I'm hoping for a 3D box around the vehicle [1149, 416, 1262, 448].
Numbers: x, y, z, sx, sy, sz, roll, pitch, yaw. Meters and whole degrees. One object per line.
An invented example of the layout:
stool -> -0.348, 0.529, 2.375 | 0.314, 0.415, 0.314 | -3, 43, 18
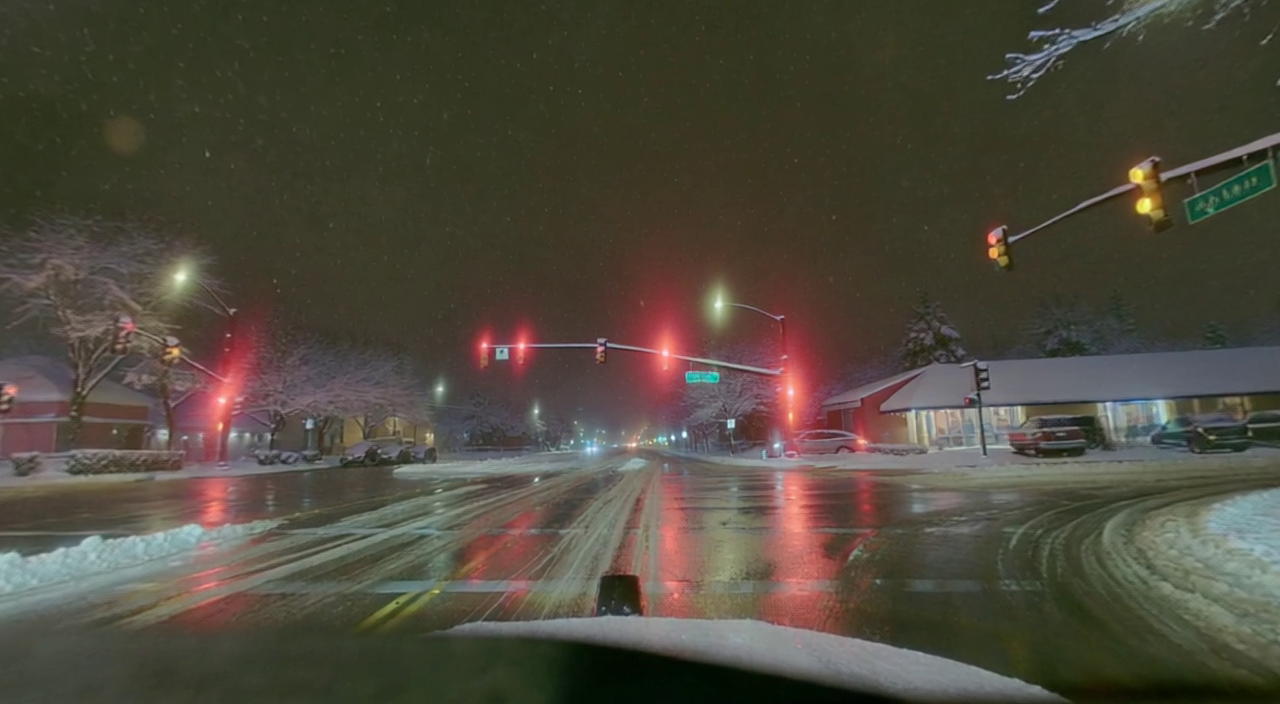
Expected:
vehicle -> 28.281, 4.074, 31.725 | 1.799, 1.459, 4.266 | 0, -8, 3
